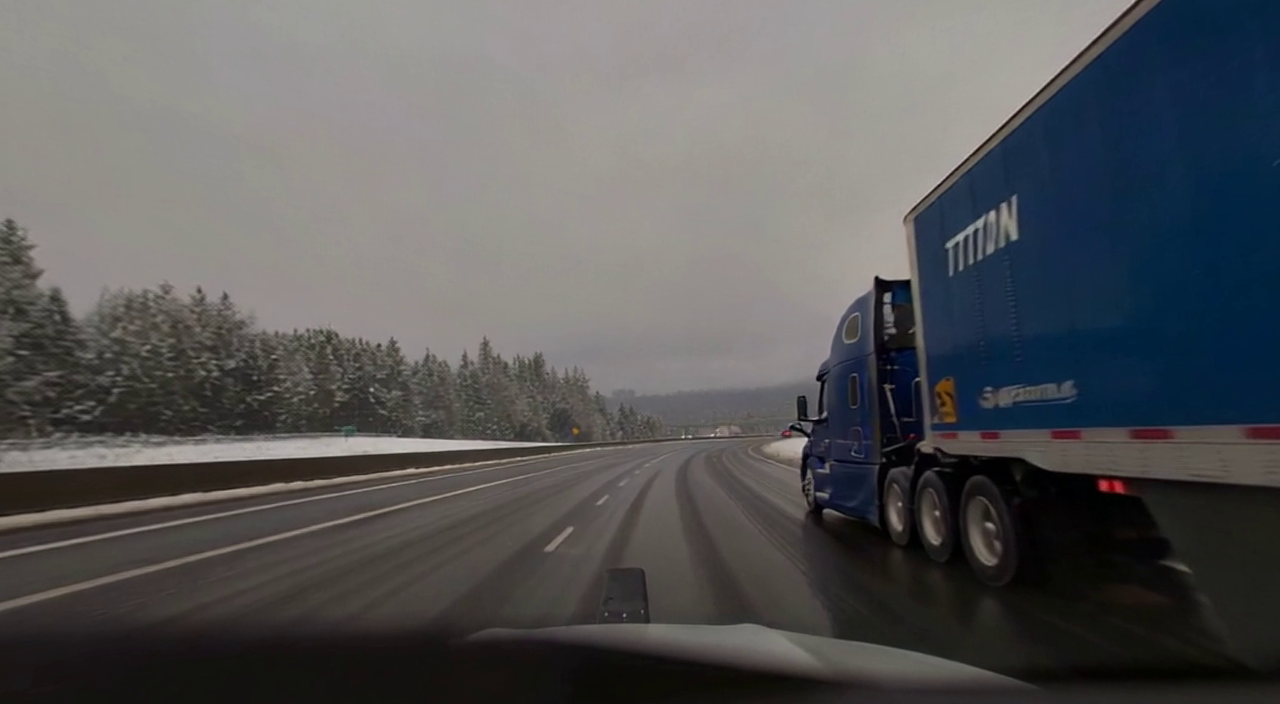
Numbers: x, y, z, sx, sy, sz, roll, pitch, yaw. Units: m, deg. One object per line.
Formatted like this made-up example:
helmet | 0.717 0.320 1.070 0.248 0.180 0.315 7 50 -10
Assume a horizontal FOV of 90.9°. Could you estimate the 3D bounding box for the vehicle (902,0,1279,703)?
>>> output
vehicle | 4.666 -0.474 1.225 2.792 4.056 13.259 0 -8 1
